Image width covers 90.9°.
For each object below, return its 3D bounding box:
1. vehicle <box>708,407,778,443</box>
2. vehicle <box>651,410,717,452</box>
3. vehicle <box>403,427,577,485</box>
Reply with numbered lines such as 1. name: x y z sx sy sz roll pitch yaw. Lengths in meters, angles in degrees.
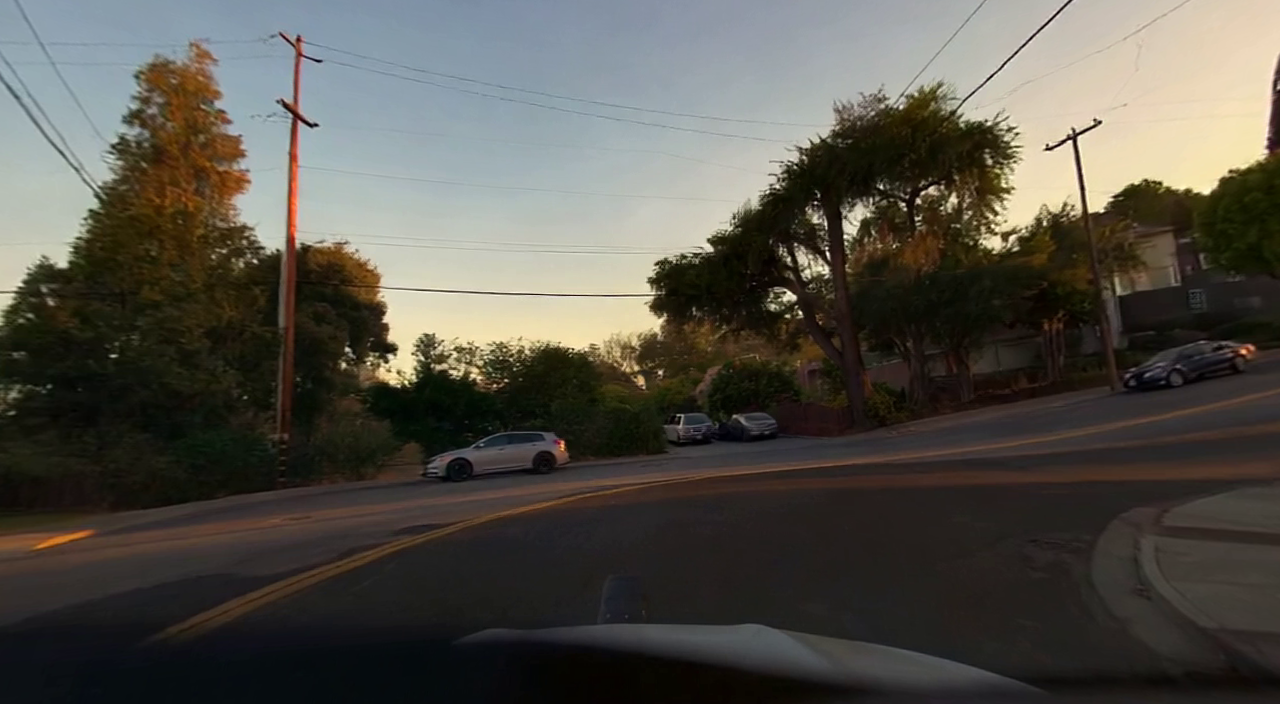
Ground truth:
1. vehicle: 5.449 4.057 34.235 2.216 1.728 5.118 1 -9 -9
2. vehicle: 2.267 4.199 34.299 2.413 1.838 4.977 0 -3 -10
3. vehicle: -4.461 3.099 18.957 4.696 1.534 1.912 5 -10 -28
